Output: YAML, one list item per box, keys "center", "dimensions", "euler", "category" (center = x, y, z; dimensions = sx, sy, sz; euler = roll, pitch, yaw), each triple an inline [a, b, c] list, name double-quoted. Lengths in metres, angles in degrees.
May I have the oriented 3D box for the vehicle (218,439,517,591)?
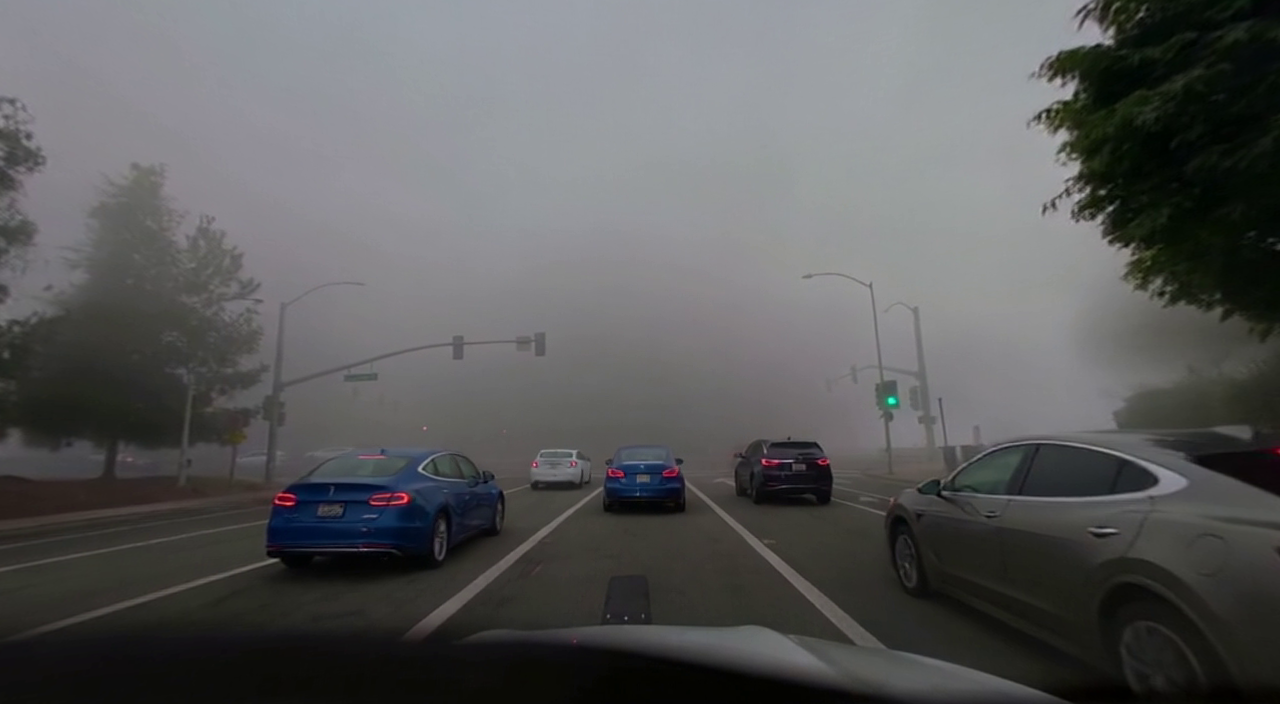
- center: [-3.149, 1.959, 8.526]
  dimensions: [2.015, 1.478, 4.407]
  euler: [0, -8, 1]
  category: "vehicle"

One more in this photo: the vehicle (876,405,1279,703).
- center: [3.344, 1.198, 3.916]
  dimensions: [1.951, 1.522, 4.614]
  euler: [0, -8, 0]
  category: "vehicle"

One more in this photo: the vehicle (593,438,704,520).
- center: [0.147, 2.780, 14.346]
  dimensions: [2.144, 1.563, 4.218]
  euler: [0, -9, 0]
  category: "vehicle"

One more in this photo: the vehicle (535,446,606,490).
- center: [-2.565, 4.397, 24.273]
  dimensions: [2.089, 1.537, 4.073]
  euler: [-1, -9, 2]
  category: "vehicle"

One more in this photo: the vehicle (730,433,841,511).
- center: [3.610, 3.037, 16.413]
  dimensions: [1.938, 1.732, 4.006]
  euler: [0, -8, 1]
  category: "vehicle"

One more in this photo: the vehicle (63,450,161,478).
- center: [-38.268, 8.089, 45.726]
  dimensions: [5.268, 1.770, 2.107]
  euler: [-2, -9, 2]
  category: "vehicle"
